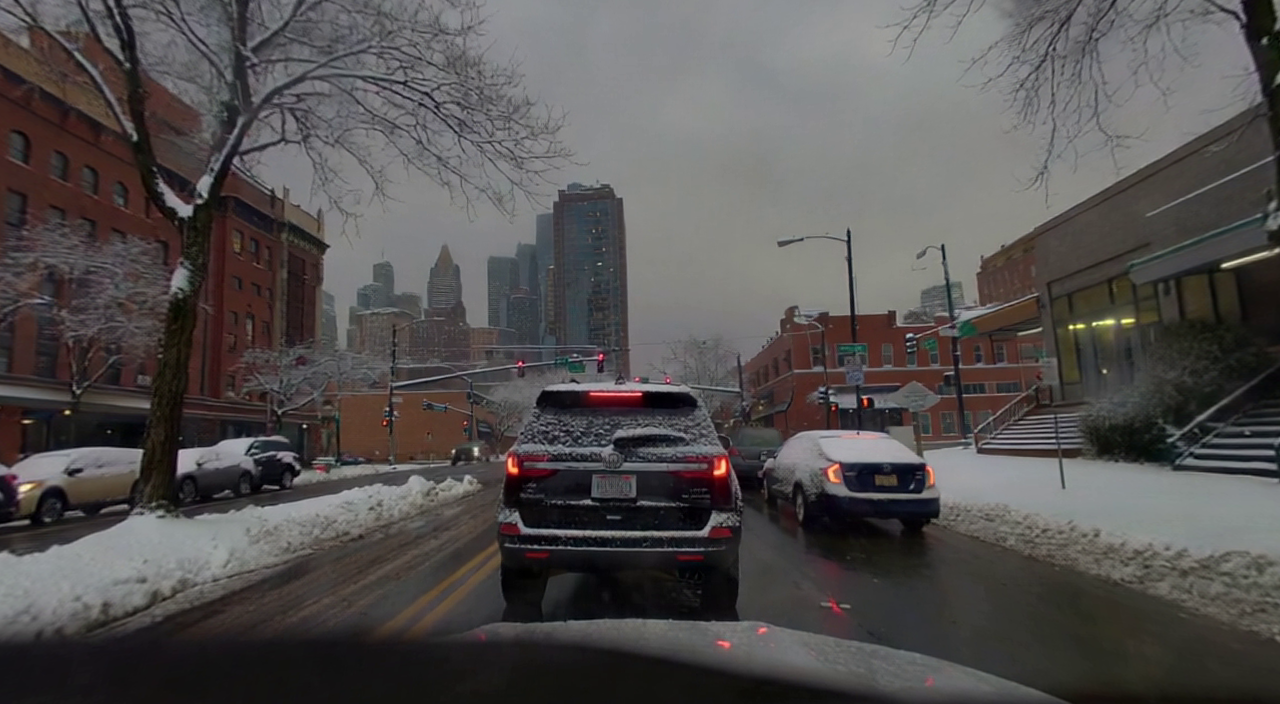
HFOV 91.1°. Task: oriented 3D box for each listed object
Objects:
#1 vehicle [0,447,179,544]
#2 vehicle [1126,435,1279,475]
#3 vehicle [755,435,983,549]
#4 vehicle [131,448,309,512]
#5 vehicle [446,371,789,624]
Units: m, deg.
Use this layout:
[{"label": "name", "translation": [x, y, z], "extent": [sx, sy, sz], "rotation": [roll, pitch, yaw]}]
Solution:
[{"label": "vehicle", "translation": [-12.541, 2.920, 13.448], "extent": [1.891, 1.723, 4.360], "rotation": [0, -8, 1]}, {"label": "vehicle", "translation": [22.157, 4.049, 24.963], "extent": [4.055, 1.469, 1.848], "rotation": [-4, -9, 25]}, {"label": "vehicle", "translation": [3.288, 2.083, 10.072], "extent": [2.056, 1.422, 4.130], "rotation": [0, -8, -1]}, {"label": "vehicle", "translation": [-12.463, 3.778, 19.123], "extent": [2.207, 1.648, 4.675], "rotation": [0, -8, -1]}, {"label": "vehicle", "translation": [-0.159, 1.358, 6.748], "extent": [2.453, 1.816, 4.300], "rotation": [0, -8, 0]}]
